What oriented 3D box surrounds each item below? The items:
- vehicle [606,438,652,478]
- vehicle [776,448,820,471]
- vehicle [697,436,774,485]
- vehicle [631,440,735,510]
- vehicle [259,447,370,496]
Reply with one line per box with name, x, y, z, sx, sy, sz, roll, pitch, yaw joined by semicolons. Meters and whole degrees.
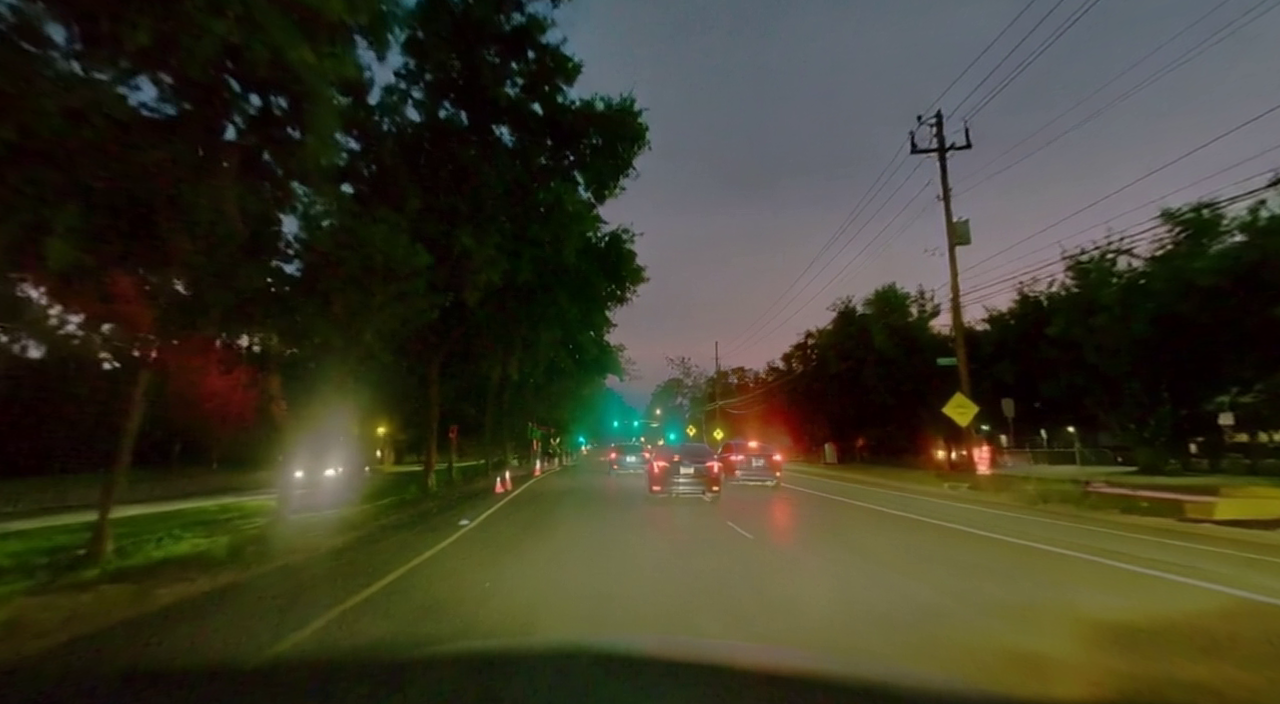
vehicle;-0.467;5.048;30.229;2.050;1.745;3.915;-1;-8;0
vehicle;11.871;8.098;47.663;1.966;1.485;4.497;-5;-9;-2
vehicle;3.676;4.270;25.221;2.116;1.726;4.672;0;-8;-3
vehicle;0.883;2.967;15.835;1.977;1.460;4.565;0;-8;-4
vehicle;-12.503;4.574;24.660;1.971;1.712;4.400;-1;-8;0
